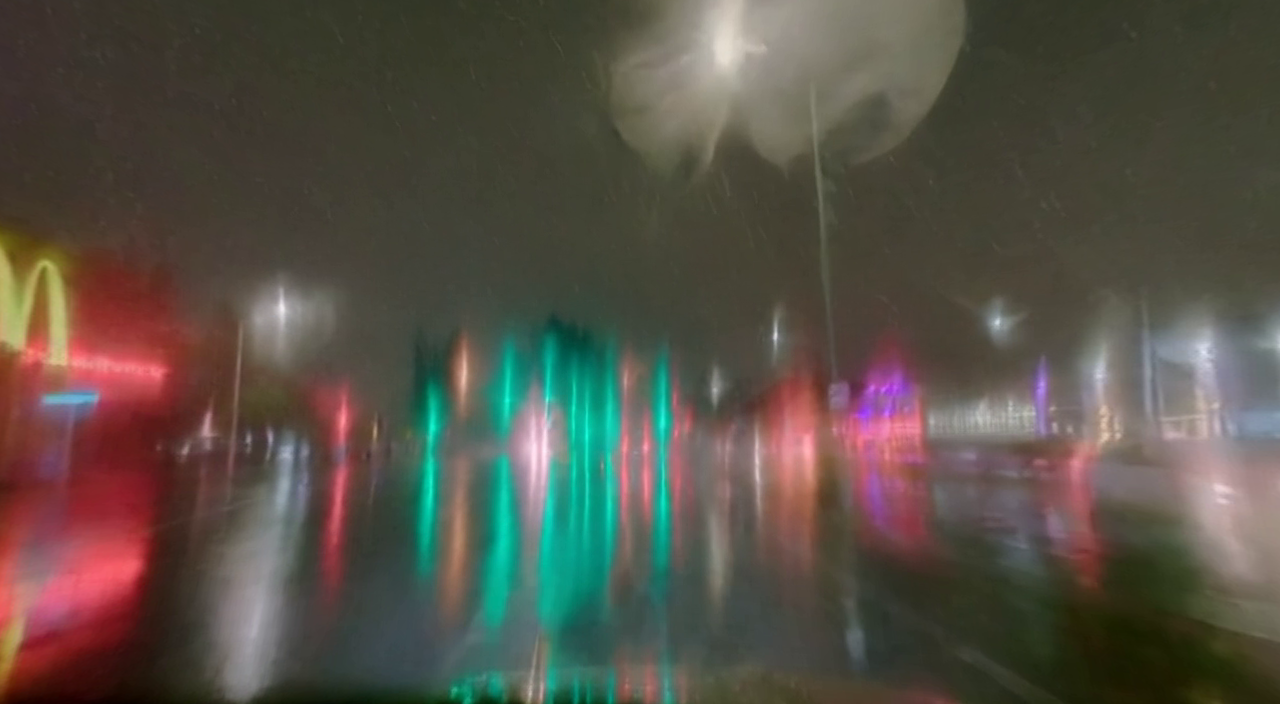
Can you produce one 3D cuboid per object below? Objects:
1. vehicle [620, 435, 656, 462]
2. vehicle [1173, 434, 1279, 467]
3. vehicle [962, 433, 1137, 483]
[{"bbox_3d":[-0.187,6.300,41.407,2.230,1.683,4.204,0,-8,-1],"label":"vehicle"},{"bbox_3d":[29.777,4.927,31.838,1.842,1.495,4.515,1,-8,-1],"label":"vehicle"},{"bbox_3d":[13.381,3.445,20.854,4.395,1.497,1.975,0,-7,0],"label":"vehicle"}]
